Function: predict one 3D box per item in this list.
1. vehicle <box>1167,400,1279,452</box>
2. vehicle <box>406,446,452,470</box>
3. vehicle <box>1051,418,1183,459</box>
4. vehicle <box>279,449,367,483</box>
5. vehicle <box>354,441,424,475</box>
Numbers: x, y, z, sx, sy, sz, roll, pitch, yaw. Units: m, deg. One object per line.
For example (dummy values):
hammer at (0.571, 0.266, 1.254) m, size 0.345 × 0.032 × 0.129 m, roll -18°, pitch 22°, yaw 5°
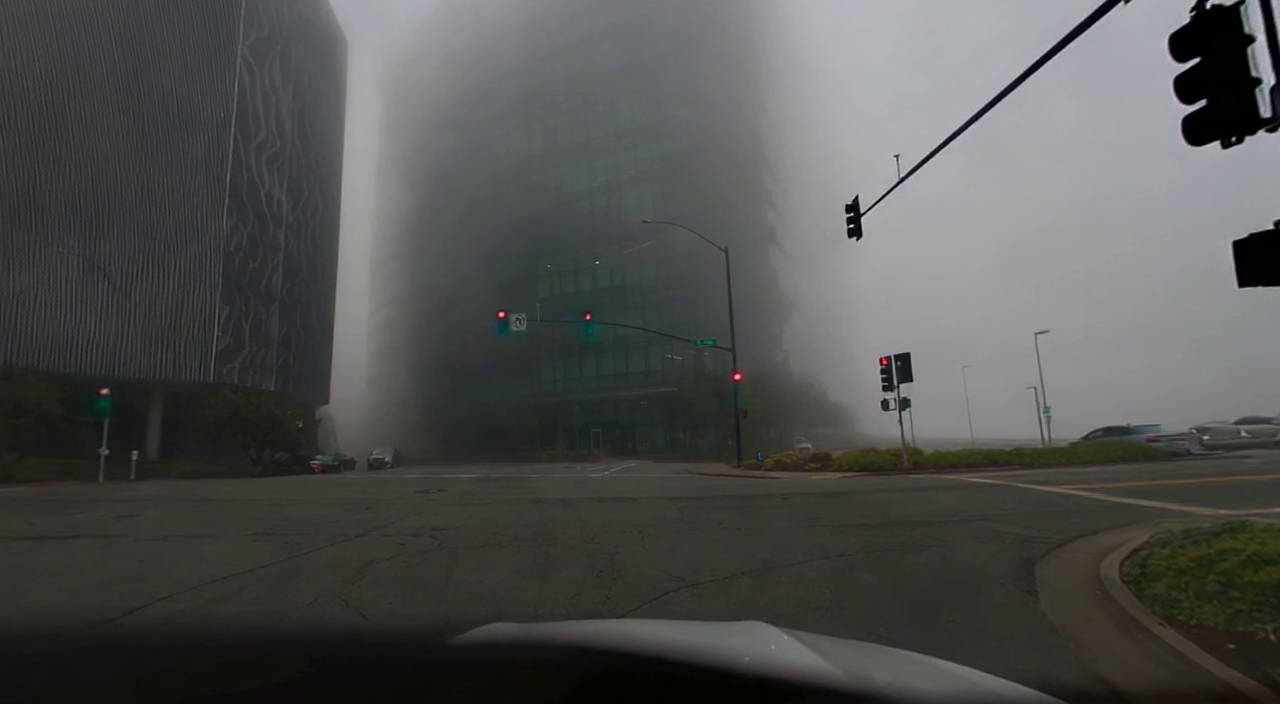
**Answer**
vehicle at (24.404, 3.029, 25.198) m, size 2.109 × 1.836 × 5.080 m, roll -2°, pitch -10°, yaw 0°
vehicle at (-15.142, 7.613, 45.424) m, size 1.932 × 1.605 × 4.146 m, roll 1°, pitch -9°, yaw -1°
vehicle at (19.071, 3.522, 25.493) m, size 1.834 × 1.480 × 4.458 m, roll 0°, pitch -9°, yaw -1°
vehicle at (-14.808, 5.317, 29.701) m, size 1.790 × 1.437 × 4.349 m, roll 0°, pitch -9°, yaw 2°
vehicle at (-14.899, 6.314, 37.748) m, size 2.091 × 1.915 × 5.040 m, roll 0°, pitch -9°, yaw 0°
